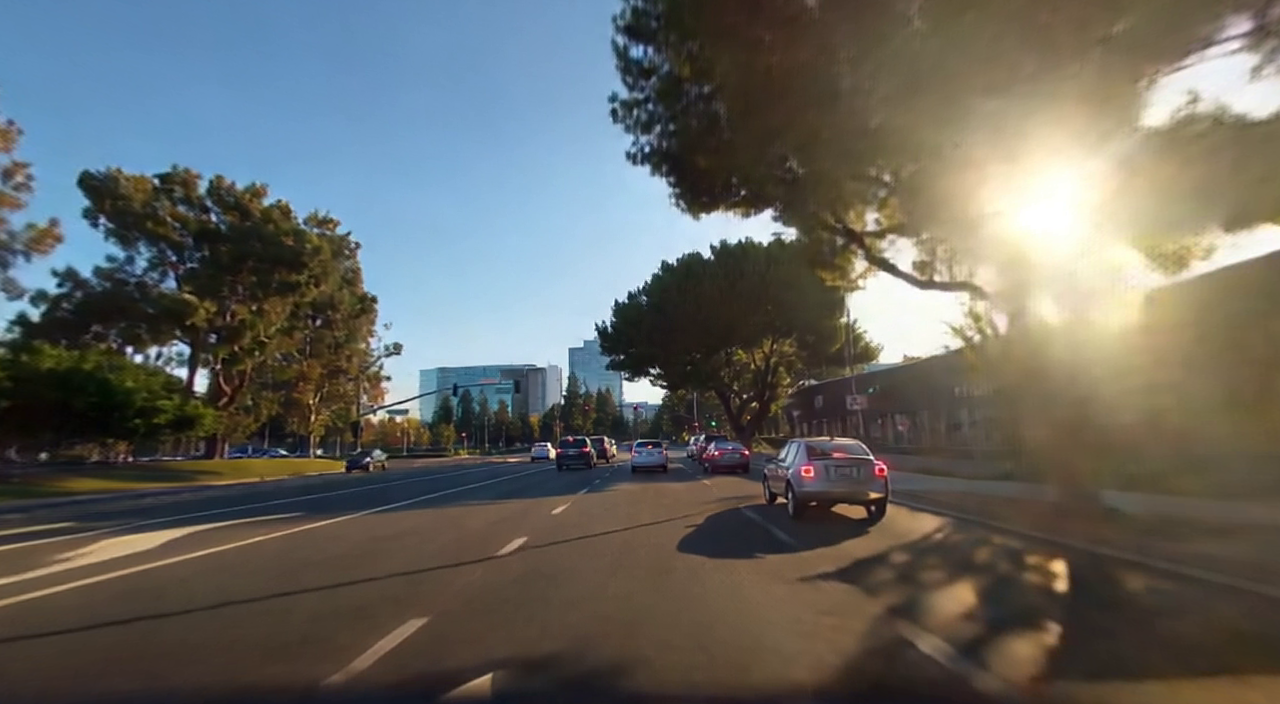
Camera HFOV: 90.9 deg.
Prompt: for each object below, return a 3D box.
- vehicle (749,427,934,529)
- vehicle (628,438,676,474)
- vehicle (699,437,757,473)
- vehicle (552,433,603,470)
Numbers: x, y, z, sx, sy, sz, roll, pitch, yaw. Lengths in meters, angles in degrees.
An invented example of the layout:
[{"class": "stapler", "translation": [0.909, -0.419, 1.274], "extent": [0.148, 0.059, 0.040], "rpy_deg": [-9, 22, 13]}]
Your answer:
[{"class": "vehicle", "translation": [3.363, 2.190, 11.558], "extent": [1.948, 1.474, 4.360], "rpy_deg": [0, -8, 0]}, {"class": "vehicle", "translation": [0.509, 4.534, 27.648], "extent": [1.971, 1.433, 3.923], "rpy_deg": [0, -8, 1]}, {"class": "vehicle", "translation": [3.851, 4.584, 28.181], "extent": [1.913, 1.463, 4.198], "rpy_deg": [0, -8, -1]}, {"class": "vehicle", "translation": [-3.050, 4.980, 31.667], "extent": [2.023, 1.720, 4.452], "rpy_deg": [0, -8, 2]}]
